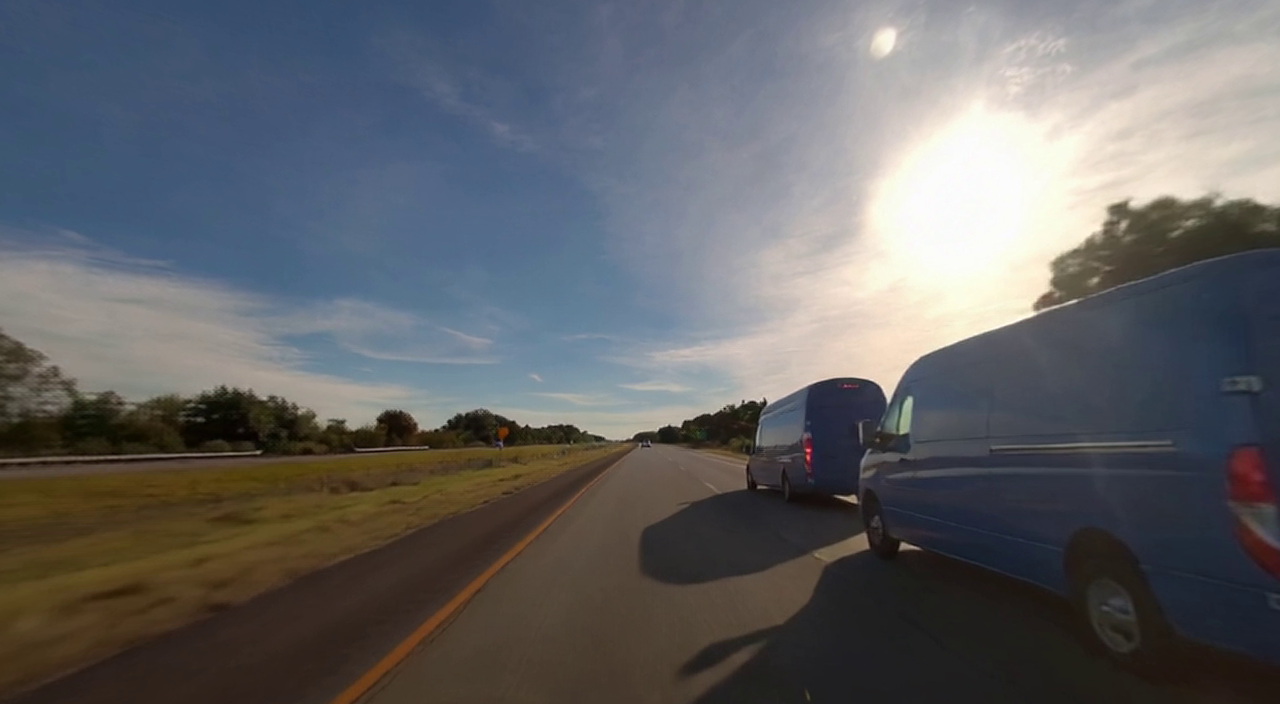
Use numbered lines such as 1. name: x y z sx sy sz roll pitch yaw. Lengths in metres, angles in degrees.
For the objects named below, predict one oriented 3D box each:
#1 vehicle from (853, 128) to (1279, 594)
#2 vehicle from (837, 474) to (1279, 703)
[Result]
1. vehicle: 4.061 0.378 5.457 2.444 2.053 5.616 0 -7 0
2. vehicle: 3.980 1.649 5.398 2.702 0.824 6.391 0 -8 1
